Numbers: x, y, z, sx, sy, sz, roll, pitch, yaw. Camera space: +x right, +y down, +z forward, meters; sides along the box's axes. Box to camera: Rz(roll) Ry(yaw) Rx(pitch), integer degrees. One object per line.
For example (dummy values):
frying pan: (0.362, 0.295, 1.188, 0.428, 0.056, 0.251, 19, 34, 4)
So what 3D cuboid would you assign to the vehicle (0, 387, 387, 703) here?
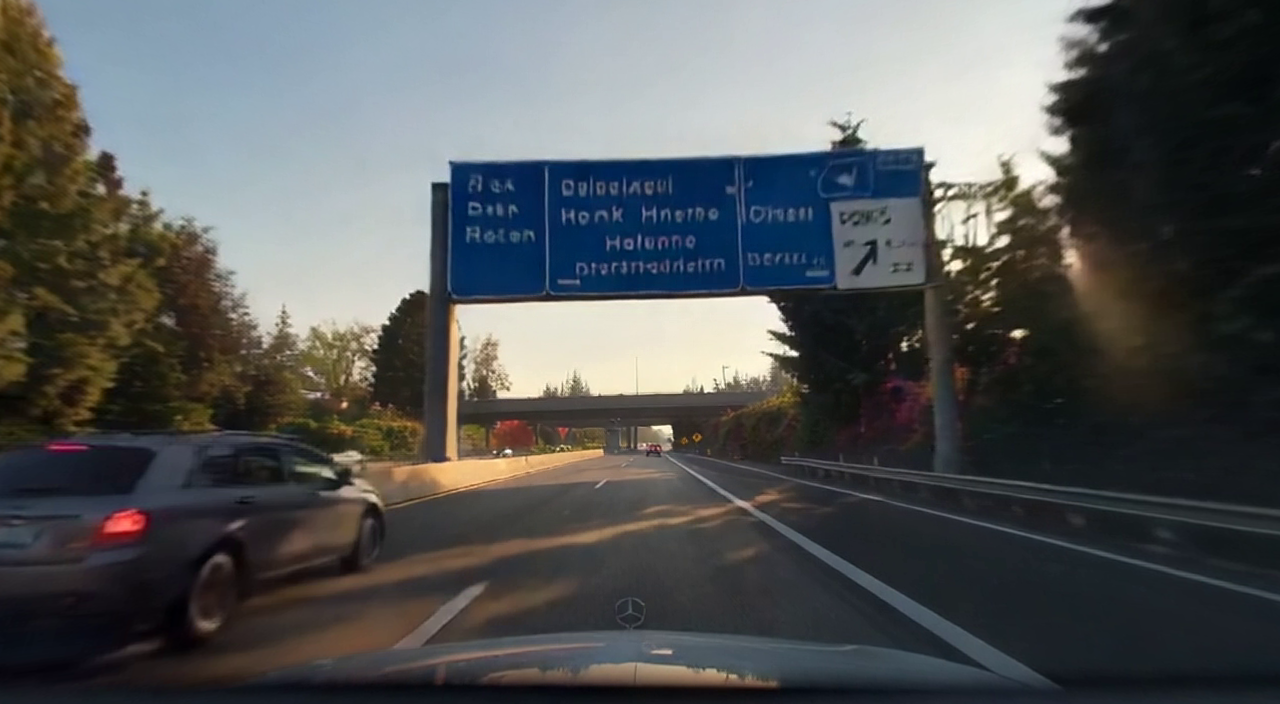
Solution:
vehicle: (-3.833, 1.212, 4.693, 2.051, 1.531, 4.250, 0, -8, 1)
